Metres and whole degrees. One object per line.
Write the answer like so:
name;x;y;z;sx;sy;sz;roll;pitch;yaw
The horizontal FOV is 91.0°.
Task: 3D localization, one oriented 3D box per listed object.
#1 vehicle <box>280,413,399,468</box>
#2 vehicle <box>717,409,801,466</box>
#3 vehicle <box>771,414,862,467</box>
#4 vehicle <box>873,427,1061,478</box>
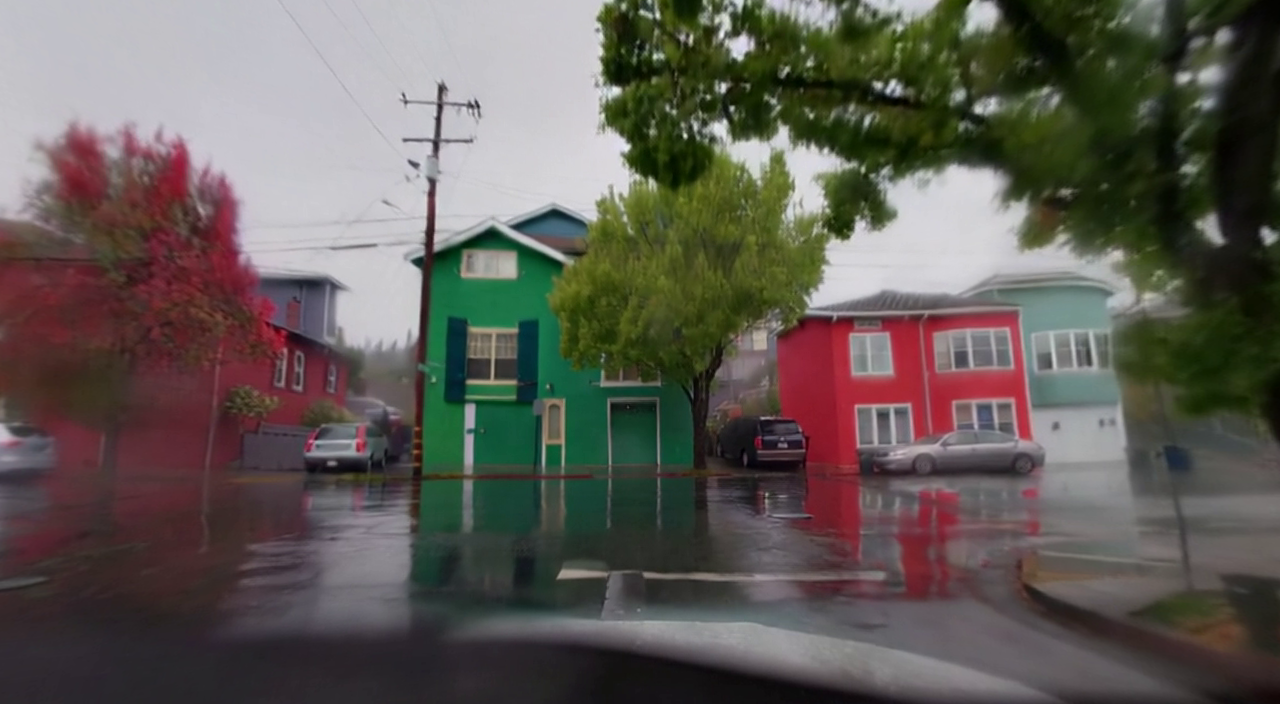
vehicle;-10.578;3.204;22.638;2.091;1.760;4.760;0;-9;-2
vehicle;4.266;3.114;23.312;2.081;1.891;4.367;0;-6;-2
vehicle;6.446;3.287;23.471;2.053;1.756;4.034;0;-8;-2
vehicle;9.933;3.092;19.426;4.644;1.482;1.997;0;-9;0
